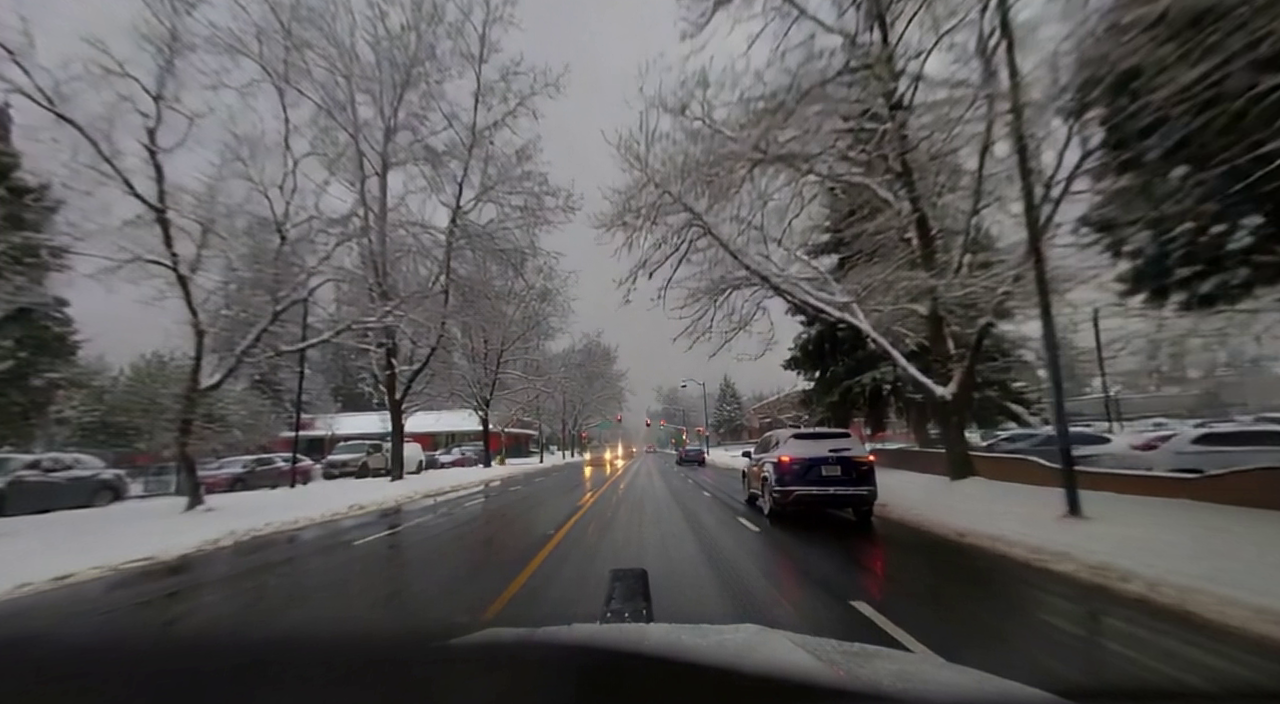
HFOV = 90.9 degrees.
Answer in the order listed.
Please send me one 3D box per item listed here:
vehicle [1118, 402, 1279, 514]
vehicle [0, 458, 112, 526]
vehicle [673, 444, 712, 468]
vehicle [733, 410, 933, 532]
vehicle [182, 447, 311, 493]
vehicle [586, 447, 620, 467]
[{"bbox_3d":[12.166,1.938,11.722,4.590,1.863,2.272,-1,-9,1],"label":"vehicle"},{"bbox_3d":[-14.692,3.072,13.846,1.892,1.408,4.413,-8,-12,42],"label":"vehicle"},{"bbox_3d":[3.421,6.860,41.685,2.072,1.471,4.834,0,-9,-1],"label":"vehicle"},{"bbox_3d":[3.359,2.236,12.368,2.251,1.861,5.144,0,-9,0],"label":"vehicle"},{"bbox_3d":[-15.102,4.526,24.326,3.993,1.566,2.114,5,-12,-33],"label":"vehicle"},{"bbox_3d":[-2.701,7.777,46.787,2.133,1.439,4.280,-1,-9,2],"label":"vehicle"}]
